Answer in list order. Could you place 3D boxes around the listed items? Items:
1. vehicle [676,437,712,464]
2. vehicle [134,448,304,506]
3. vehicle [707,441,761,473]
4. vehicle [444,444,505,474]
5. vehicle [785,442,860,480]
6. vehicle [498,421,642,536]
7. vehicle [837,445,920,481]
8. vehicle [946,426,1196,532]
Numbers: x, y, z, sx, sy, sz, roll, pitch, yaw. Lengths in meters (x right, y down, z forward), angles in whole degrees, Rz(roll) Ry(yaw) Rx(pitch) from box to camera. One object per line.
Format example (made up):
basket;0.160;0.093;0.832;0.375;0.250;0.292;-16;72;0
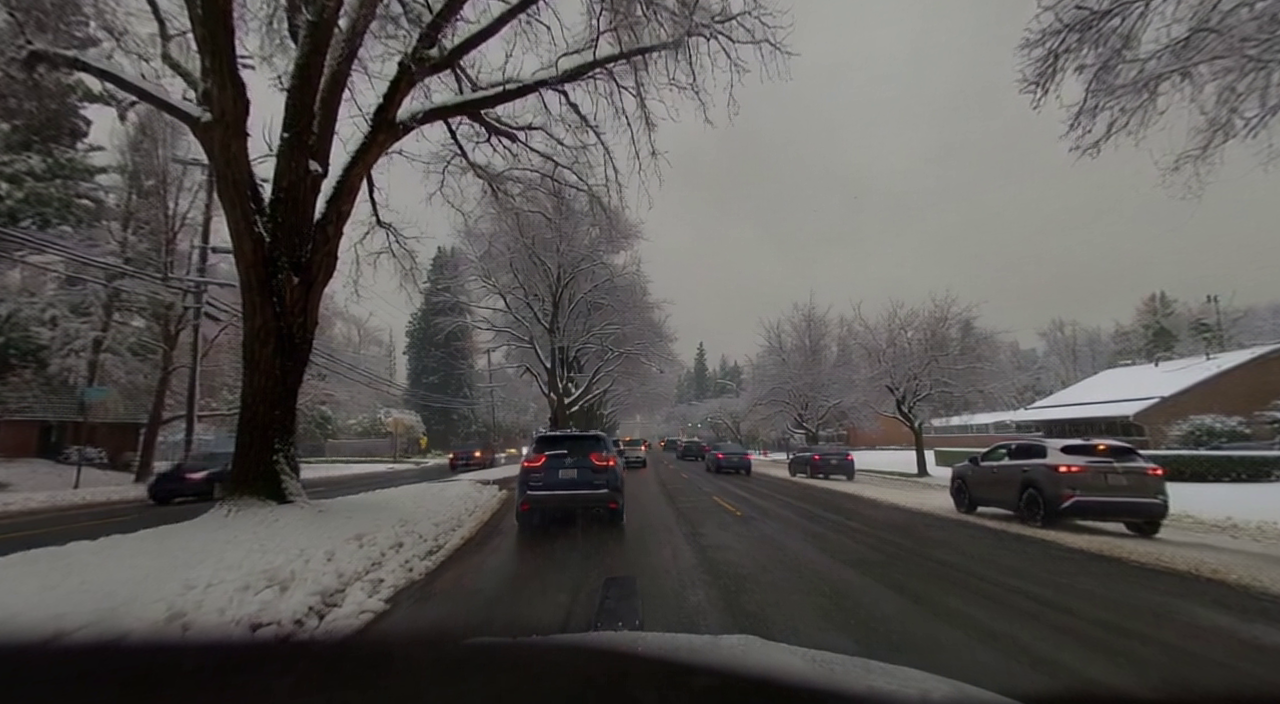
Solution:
vehicle;3.844;7.147;45.989;2.114;1.846;4.659;0;-8;-1
vehicle;-12.243;3.612;18.804;1.981;1.463;4.395;0;-8;1
vehicle;4.683;5.309;32.241;2.175;1.477;4.520;0;-8;2
vehicle;-8.569;5.560;33.084;1.966;1.489;4.099;0;-8;1
vehicle;7.630;4.586;26.882;1.977;1.485;4.308;0;-8;1
vehicle;-1.212;2.139;11.247;2.106;1.655;3.717;1;-8;-6
vehicle;10.598;4.942;28.509;1.894;1.469;4.775;0;-8;0
vehicle;8.143;2.408;12.596;2.168;1.709;4.289;-1;-8;5
